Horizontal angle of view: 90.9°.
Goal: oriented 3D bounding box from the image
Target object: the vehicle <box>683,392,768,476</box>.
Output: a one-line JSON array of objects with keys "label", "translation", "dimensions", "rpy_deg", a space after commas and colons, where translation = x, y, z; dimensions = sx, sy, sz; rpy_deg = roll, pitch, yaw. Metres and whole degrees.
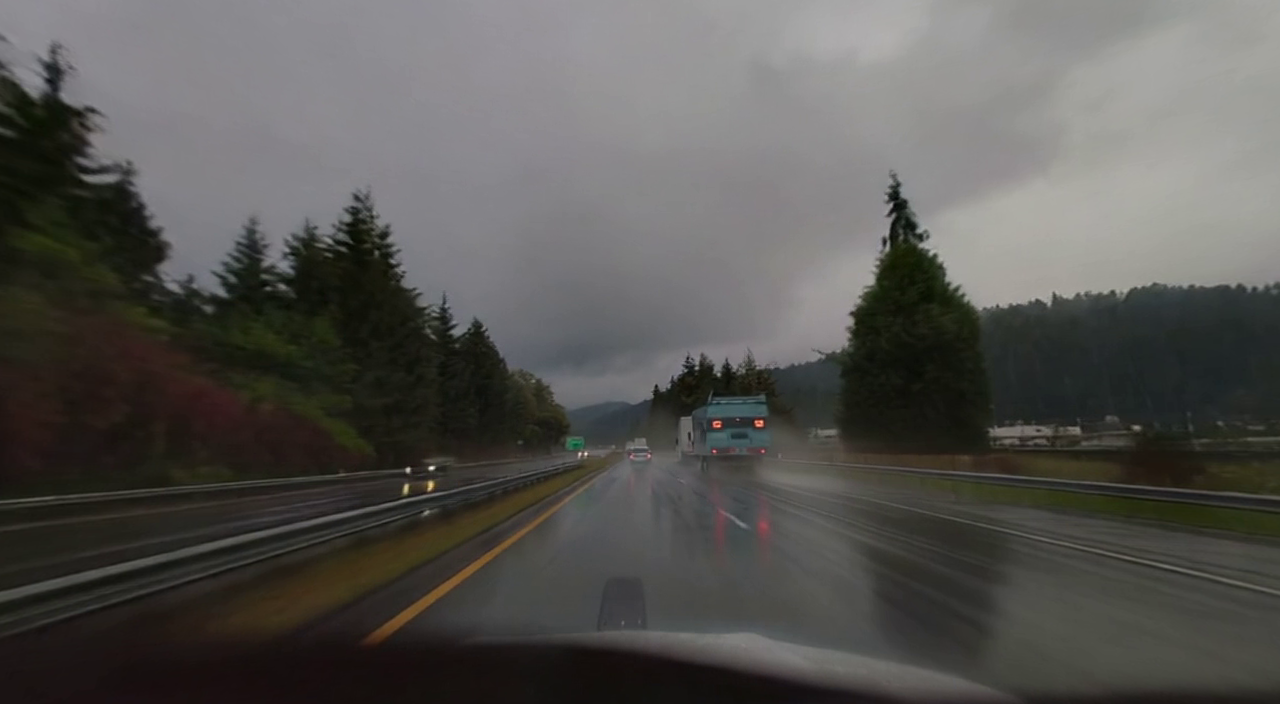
[{"label": "vehicle", "translation": [4.675, 5.133, 38.114], "dimensions": [2.939, 4.129, 14.300], "rpy_deg": [0, -9, -1]}]

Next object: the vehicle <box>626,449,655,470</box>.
[{"label": "vehicle", "translation": [0.000, 7.335, 43.059], "dimensions": [1.926, 1.386, 3.615], "rpy_deg": [0, -9, -1]}]

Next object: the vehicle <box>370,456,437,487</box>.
[{"label": "vehicle", "translation": [-12.598, 6.387, 33.888], "dimensions": [1.897, 1.476, 4.243], "rpy_deg": [0, -9, 0]}]
